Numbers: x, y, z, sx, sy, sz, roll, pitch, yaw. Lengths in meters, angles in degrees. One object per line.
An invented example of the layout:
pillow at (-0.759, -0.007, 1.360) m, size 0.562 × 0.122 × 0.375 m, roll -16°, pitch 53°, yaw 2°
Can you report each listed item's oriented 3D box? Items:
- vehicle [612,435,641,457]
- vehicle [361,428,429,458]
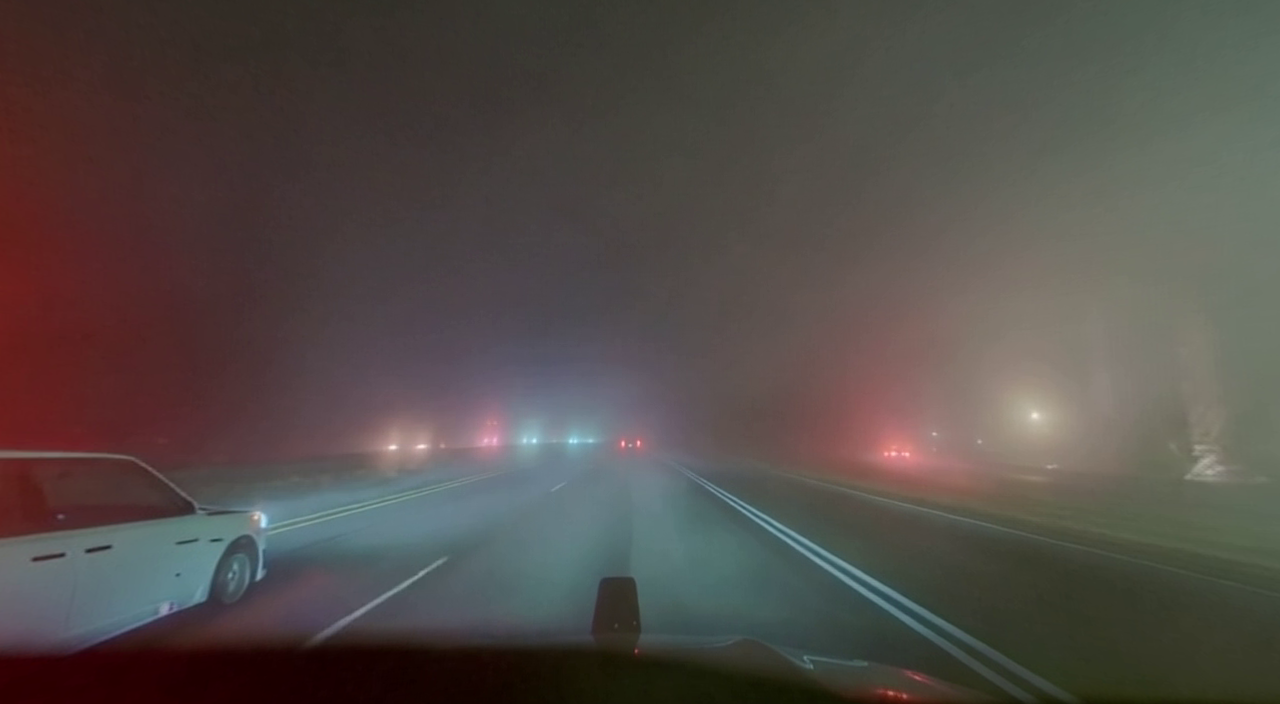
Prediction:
vehicle at (-1.019, 6.819, 45.806) m, size 2.025 × 1.519 × 3.924 m, roll 0°, pitch -8°, yaw -2°
vehicle at (-12.994, 4.849, 33.660) m, size 1.888 × 1.507 × 4.509 m, roll 0°, pitch -8°, yaw 0°
